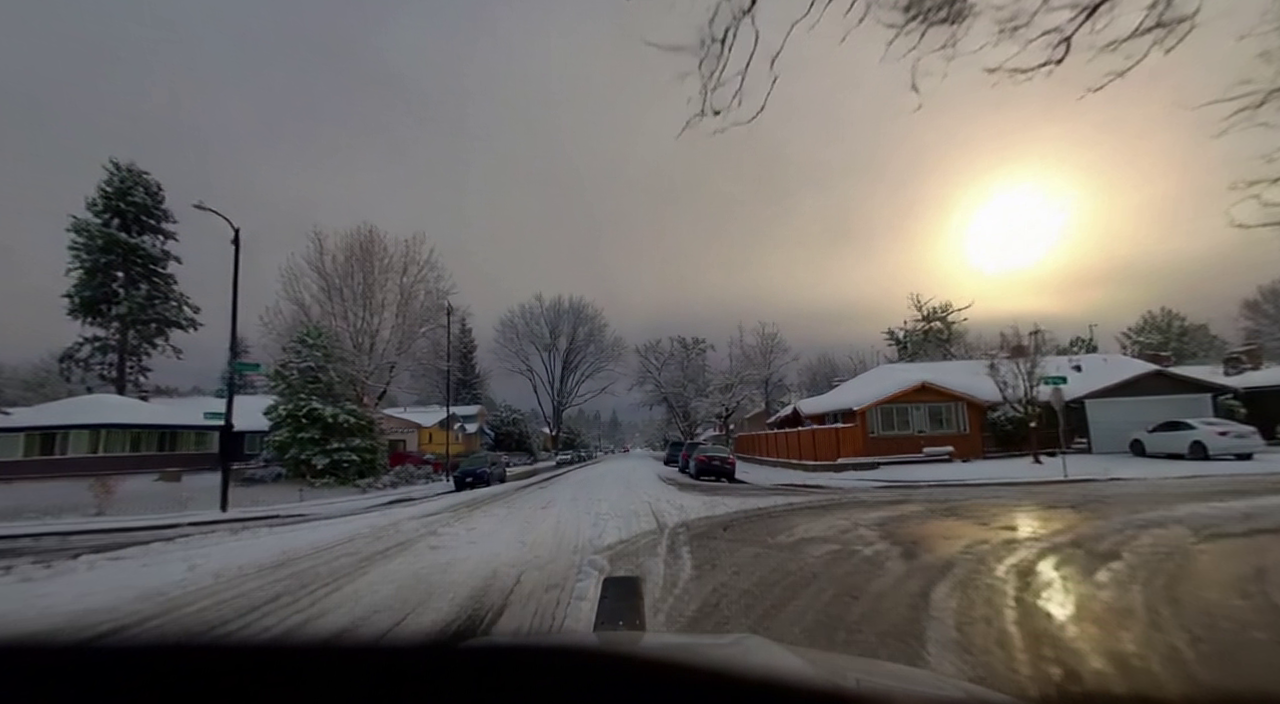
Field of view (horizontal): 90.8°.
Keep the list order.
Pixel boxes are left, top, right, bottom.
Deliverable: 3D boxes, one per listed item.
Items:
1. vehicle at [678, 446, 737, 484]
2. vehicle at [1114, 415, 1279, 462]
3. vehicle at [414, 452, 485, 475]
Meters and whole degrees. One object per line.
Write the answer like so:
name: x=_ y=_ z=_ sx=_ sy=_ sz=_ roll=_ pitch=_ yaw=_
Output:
vehicle: x=2.815 y=4.809 z=27.290 sx=1.881 sy=1.487 sz=4.183 roll=0 pitch=-9 yaw=-3
vehicle: x=19.371 y=3.089 z=22.278 sx=1.839 sy=1.466 sz=4.486 roll=0 pitch=-9 yaw=0
vehicle: x=-13.466 y=7.878 z=44.924 sx=4.423 sy=1.522 sz=1.961 roll=0 pitch=-9 yaw=-1
